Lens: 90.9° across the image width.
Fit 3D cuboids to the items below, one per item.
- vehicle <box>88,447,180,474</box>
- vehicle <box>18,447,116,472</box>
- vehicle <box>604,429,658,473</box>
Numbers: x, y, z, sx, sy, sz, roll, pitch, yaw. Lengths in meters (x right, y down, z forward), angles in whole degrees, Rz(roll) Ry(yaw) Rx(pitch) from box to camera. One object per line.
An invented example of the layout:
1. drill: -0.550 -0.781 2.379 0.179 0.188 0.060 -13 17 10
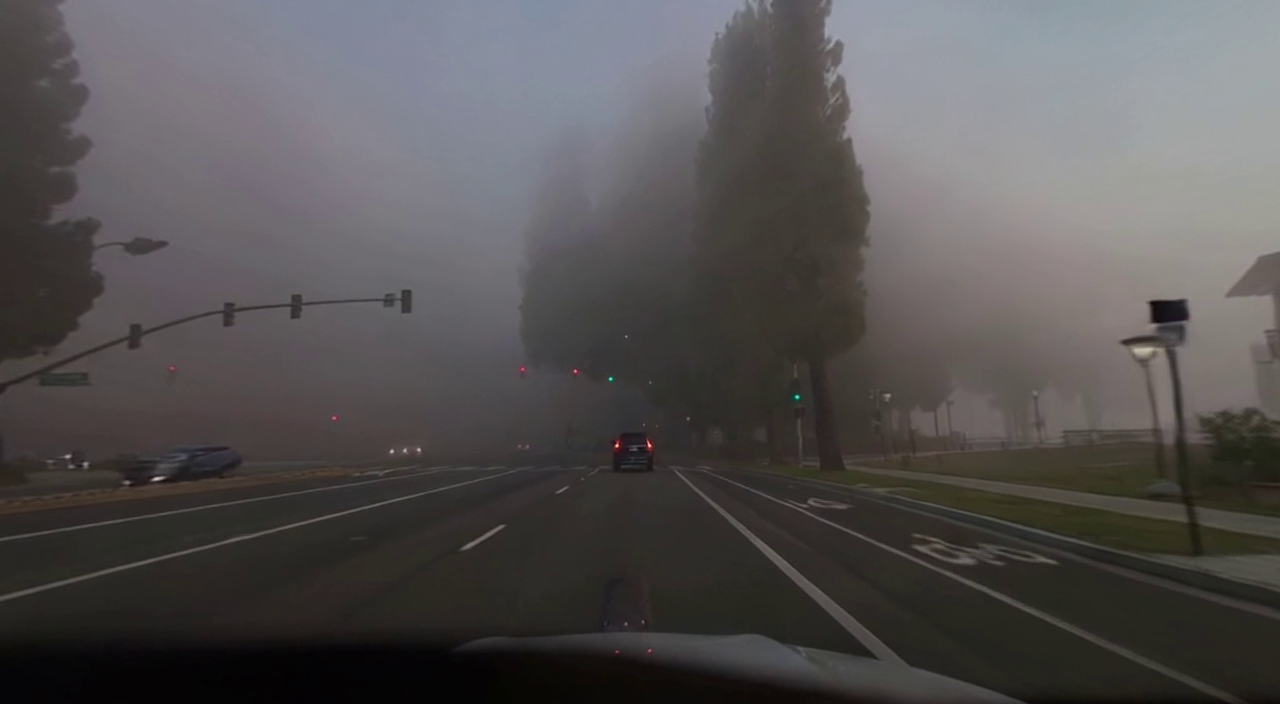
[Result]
1. vehicle: -30.592 6.496 38.094 4.504 1.524 2.226 -3 -9 21
2. vehicle: -39.270 7.359 43.257 4.713 1.693 2.018 0 -8 1
3. vehicle: -0.382 4.310 27.590 2.169 1.751 4.276 0 -8 -1
